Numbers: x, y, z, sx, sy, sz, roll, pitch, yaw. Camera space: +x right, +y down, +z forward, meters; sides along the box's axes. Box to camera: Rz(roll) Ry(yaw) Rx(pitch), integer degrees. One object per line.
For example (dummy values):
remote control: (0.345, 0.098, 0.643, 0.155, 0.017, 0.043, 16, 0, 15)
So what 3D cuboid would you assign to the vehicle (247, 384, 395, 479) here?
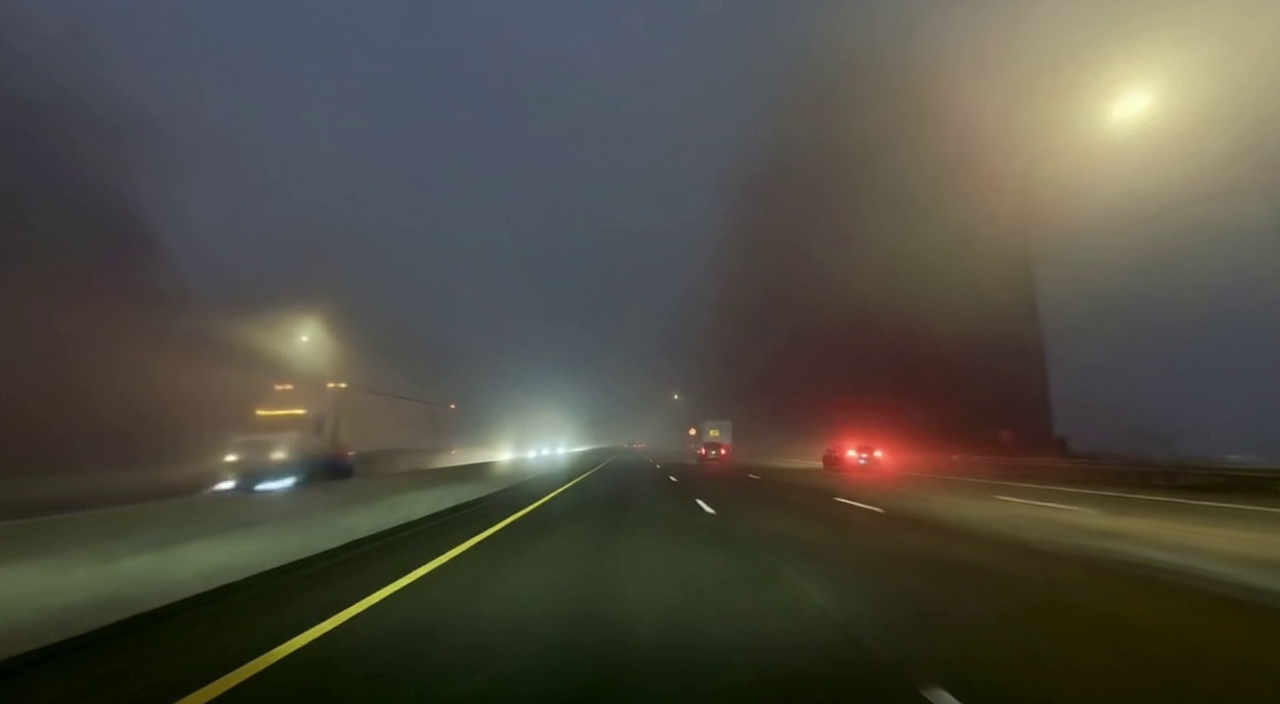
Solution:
vehicle: (-15.250, 3.969, 31.106, 3.221, 4.078, 7.386, 0, -9, 1)

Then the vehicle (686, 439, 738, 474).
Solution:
vehicle: (3.579, 5.265, 31.983, 2.018, 1.600, 4.121, 0, -9, -2)

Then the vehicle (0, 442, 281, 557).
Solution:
vehicle: (-7.247, 2.097, 9.606, 1.543, 1.401, 3.404, 0, -9, 0)

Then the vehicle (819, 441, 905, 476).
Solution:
vehicle: (10.184, 4.922, 29.458, 1.987, 1.502, 5.130, 0, -9, -2)
